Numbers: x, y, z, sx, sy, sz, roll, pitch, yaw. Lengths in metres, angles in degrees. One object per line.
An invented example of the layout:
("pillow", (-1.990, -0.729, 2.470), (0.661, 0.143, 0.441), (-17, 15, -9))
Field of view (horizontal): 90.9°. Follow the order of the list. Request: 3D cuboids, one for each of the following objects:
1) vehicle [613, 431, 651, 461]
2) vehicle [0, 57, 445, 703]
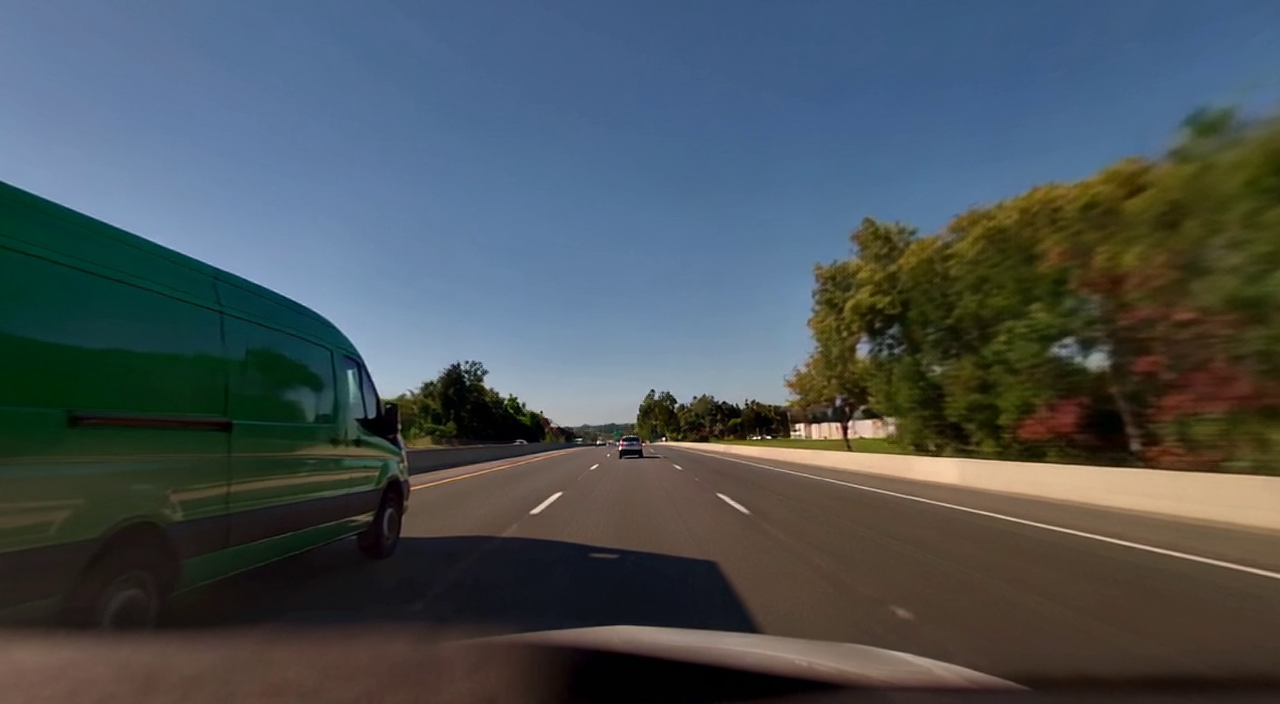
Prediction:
("vehicle", (-0.464, 5.458, 36.701), (2.104, 1.646, 4.176), (0, -8, -1))
("vehicle", (-3.464, 0.597, 4.419), (2.424, 2.577, 5.828), (0, -8, -1))
